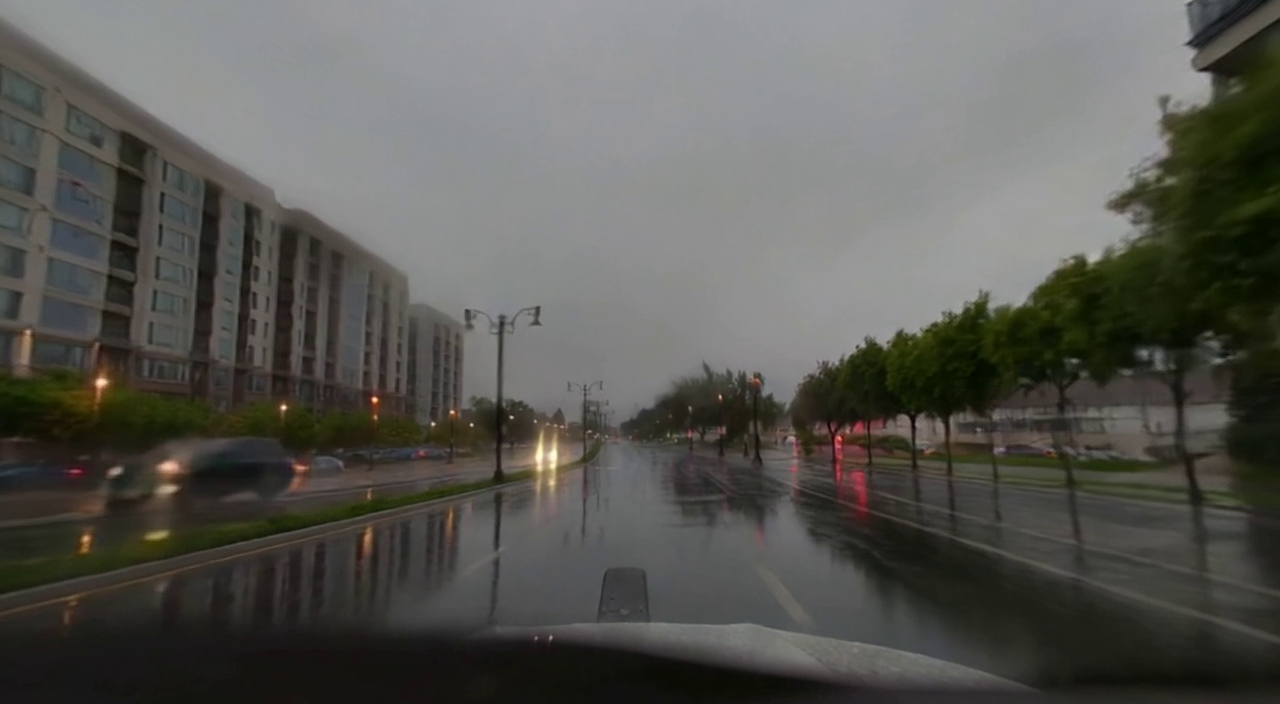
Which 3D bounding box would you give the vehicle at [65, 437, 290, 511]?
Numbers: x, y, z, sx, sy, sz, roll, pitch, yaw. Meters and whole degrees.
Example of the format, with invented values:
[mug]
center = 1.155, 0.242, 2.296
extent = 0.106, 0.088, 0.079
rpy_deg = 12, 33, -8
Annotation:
[vehicle]
center = -14.008, 3.702, 19.780
extent = 2.237, 1.957, 5.836
rpy_deg = -1, -9, 5
